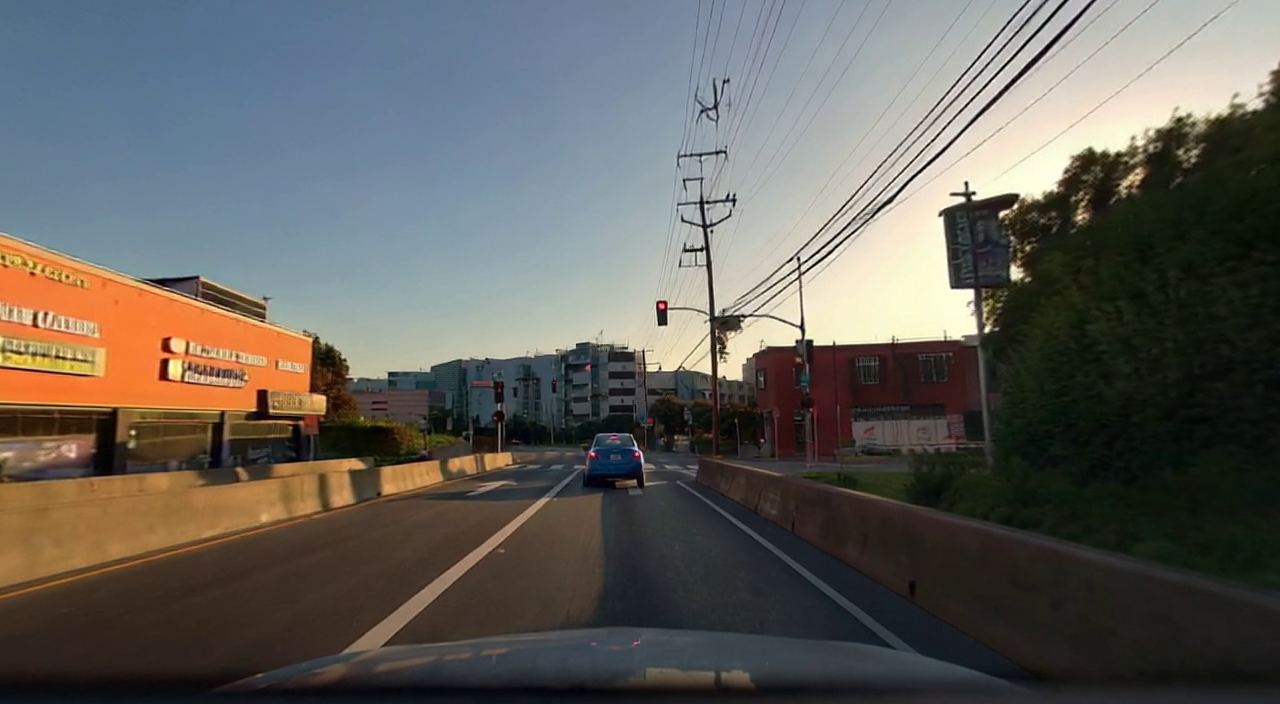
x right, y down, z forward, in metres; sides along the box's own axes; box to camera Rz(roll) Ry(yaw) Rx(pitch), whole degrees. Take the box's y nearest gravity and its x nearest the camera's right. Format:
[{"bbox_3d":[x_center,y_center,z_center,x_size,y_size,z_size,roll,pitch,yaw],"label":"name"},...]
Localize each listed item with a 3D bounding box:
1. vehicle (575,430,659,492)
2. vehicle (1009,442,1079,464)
[{"bbox_3d":[-0.624,3.017,17.895,2.123,1.566,3.662,0,-8,-1],"label":"vehicle"},{"bbox_3d":[27.501,6.838,42.943,1.635,1.433,3.558,5,-9,-32],"label":"vehicle"}]
